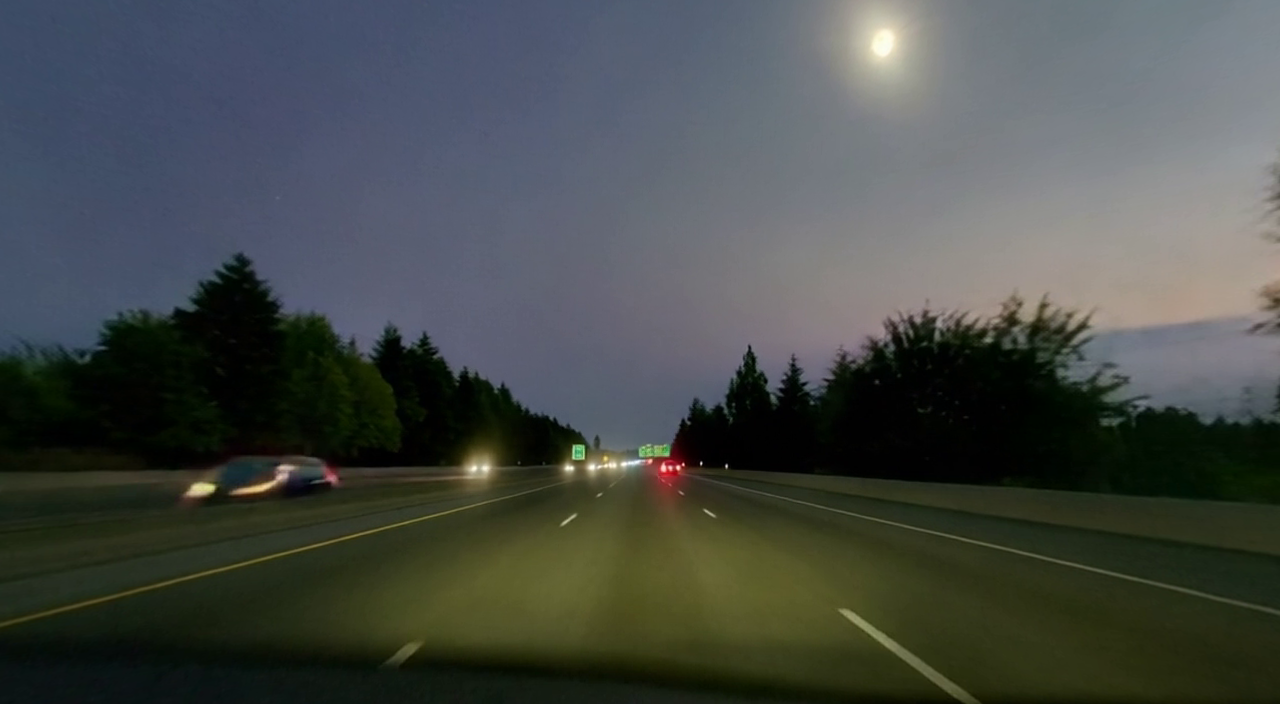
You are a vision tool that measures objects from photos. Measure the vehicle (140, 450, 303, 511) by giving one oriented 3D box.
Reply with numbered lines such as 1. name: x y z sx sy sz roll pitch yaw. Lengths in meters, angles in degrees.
1. vehicle: -11.476 3.566 17.682 1.811 1.472 3.976 1 -10 0
